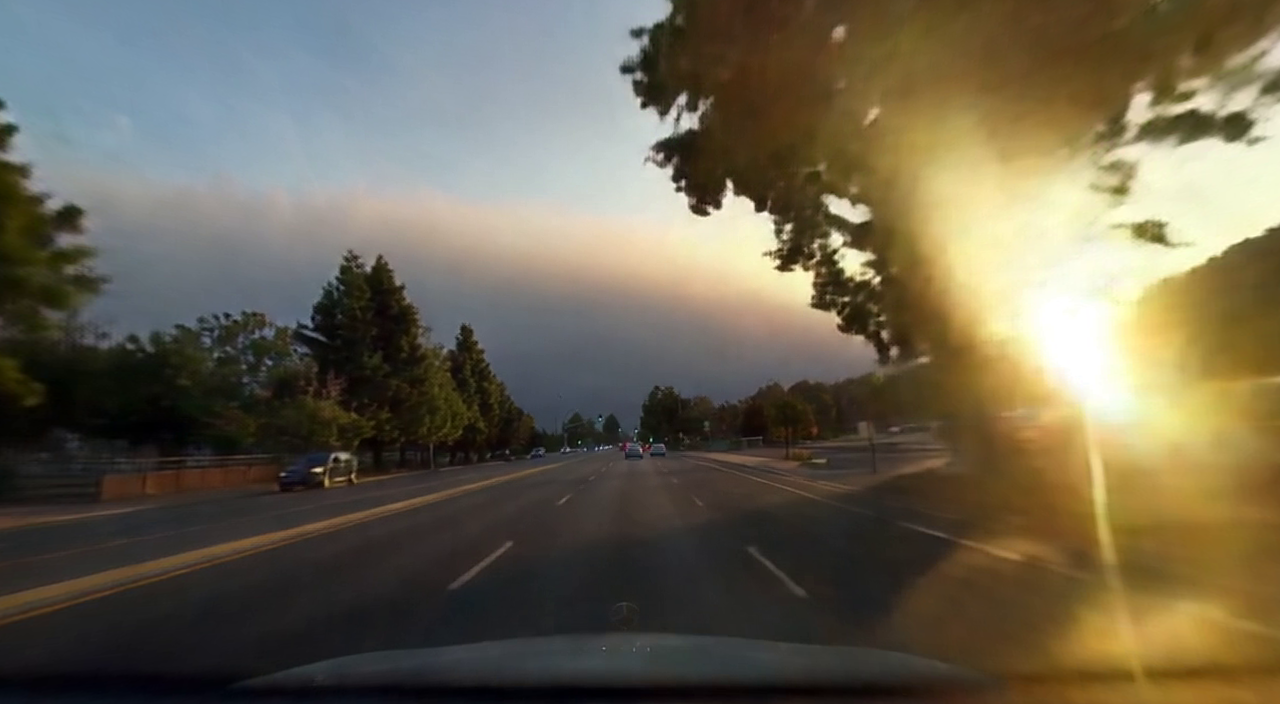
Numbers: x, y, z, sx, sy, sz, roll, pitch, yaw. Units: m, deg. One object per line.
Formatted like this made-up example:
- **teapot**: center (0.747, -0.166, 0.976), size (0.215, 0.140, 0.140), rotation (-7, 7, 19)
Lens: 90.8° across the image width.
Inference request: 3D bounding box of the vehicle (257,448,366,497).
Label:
- **vehicle**: center (-14.671, 5.349, 28.641), size (2.055, 1.742, 5.503), rotation (-4, -8, 0)
